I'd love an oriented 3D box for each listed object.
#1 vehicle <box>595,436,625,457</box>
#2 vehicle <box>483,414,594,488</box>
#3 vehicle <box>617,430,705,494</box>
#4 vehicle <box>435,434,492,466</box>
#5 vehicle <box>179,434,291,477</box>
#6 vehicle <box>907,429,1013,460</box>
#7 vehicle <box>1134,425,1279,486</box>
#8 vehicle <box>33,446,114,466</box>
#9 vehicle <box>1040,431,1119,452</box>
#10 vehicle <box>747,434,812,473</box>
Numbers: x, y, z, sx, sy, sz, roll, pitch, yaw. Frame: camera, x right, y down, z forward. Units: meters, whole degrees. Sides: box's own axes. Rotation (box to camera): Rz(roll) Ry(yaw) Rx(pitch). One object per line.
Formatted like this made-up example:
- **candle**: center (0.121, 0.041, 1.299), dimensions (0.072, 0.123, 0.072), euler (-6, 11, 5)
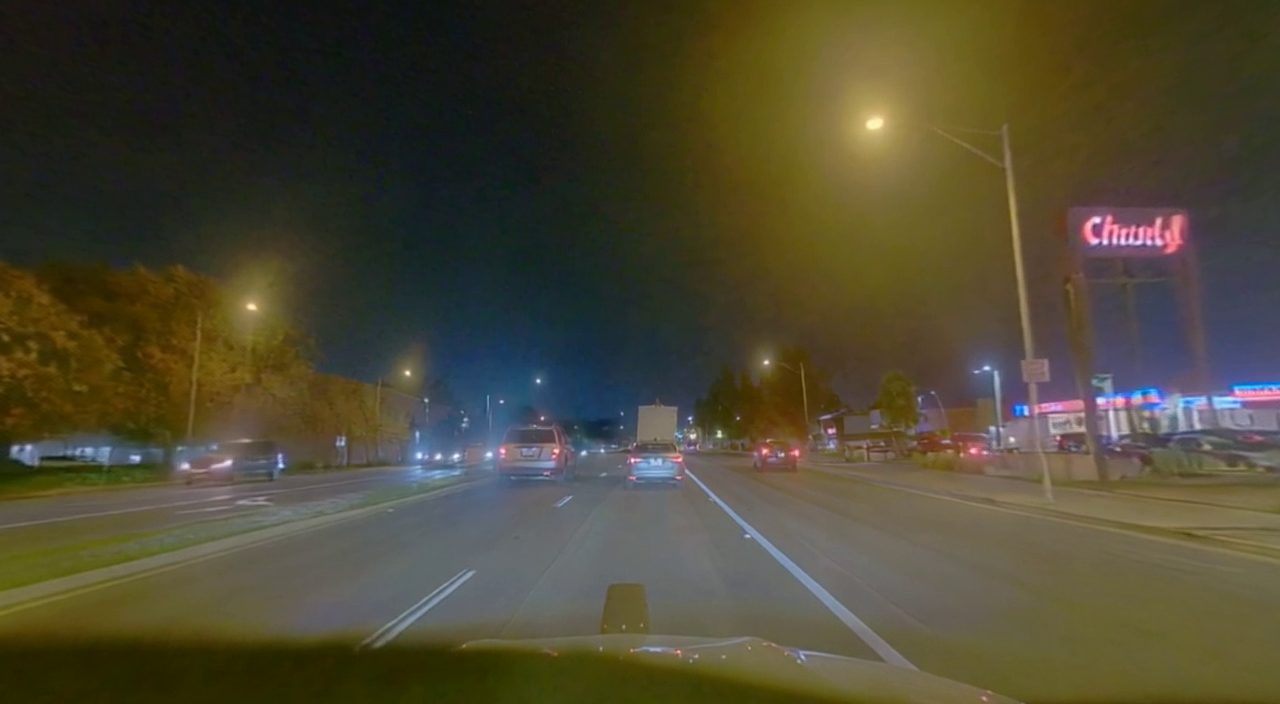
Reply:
- **vehicle**: center (-2.173, 7.009, 46.744), dimensions (1.902, 1.522, 3.523), euler (-1, -8, 3)
- **vehicle**: center (-2.843, 2.967, 19.105), dimensions (2.289, 1.935, 5.227), euler (0, -8, 2)
- **vehicle**: center (0.518, 2.893, 16.906), dimensions (2.061, 1.494, 4.079), euler (0, -8, 0)
- **vehicle**: center (-8.943, 5.010, 32.247), dimensions (1.795, 1.508, 4.057), euler (0, -8, -1)
- **vehicle**: center (-18.703, 4.797, 29.418), dimensions (2.141, 1.820, 4.690), euler (0, -8, -1)
- **vehicle**: center (16.285, 4.722, 32.240), dimensions (4.323, 1.496, 1.937), euler (0, -8, 0)
- **vehicle**: center (15.501, 2.556, 15.740), dimensions (4.756, 1.422, 1.831), euler (0, -8, 0)
- **vehicle**: center (-42.909, 7.856, 47.782), dimensions (4.307, 1.468, 1.814), euler (0, -8, 0)
- **vehicle**: center (31.651, 6.503, 45.591), dimensions (1.903, 1.447, 4.820), euler (1, -8, -6)
- **vehicle**: center (5.790, 4.258, 26.598), dimensions (1.900, 1.507, 4.151), euler (0, -8, 2)
